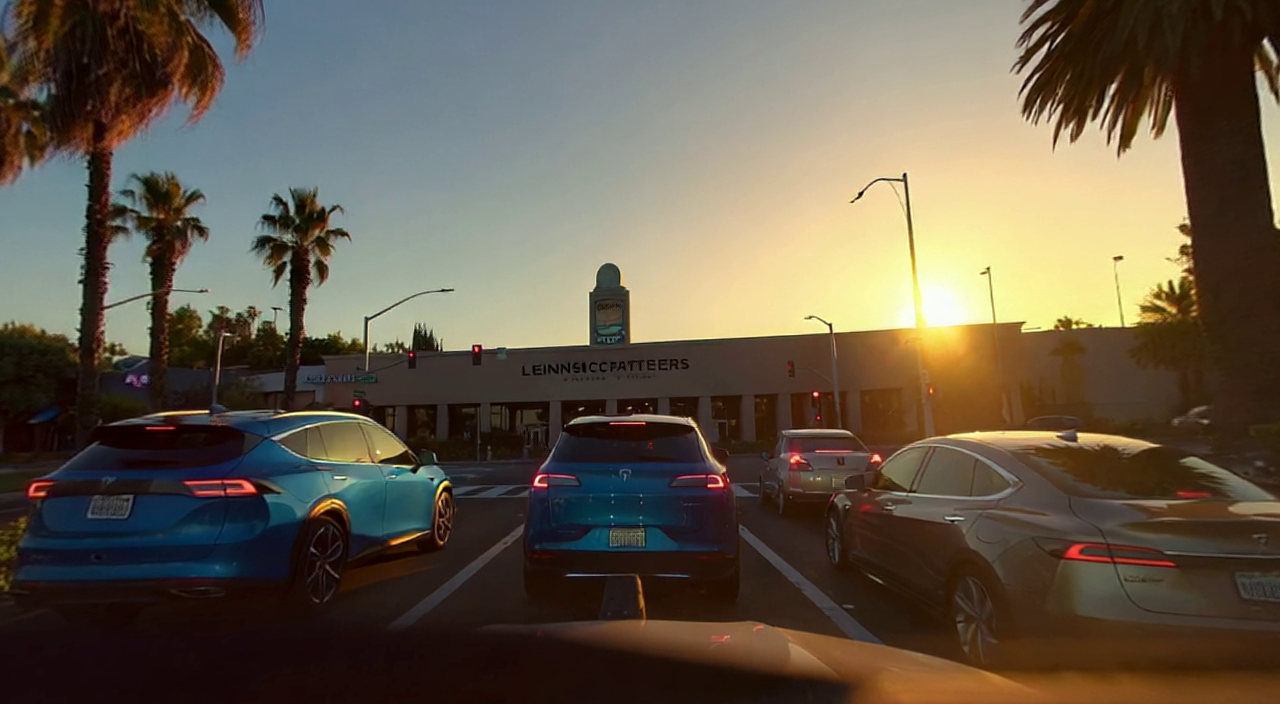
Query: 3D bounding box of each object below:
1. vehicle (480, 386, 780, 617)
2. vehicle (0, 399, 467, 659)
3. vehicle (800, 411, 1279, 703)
[{"bbox_3d":[-0.133,1.462,7.073,2.280,1.747,4.361,0,-8,-2],"label":"vehicle"},{"bbox_3d":[-3.344,1.384,6.056,2.014,1.534,4.455,0,-8,1],"label":"vehicle"},{"bbox_3d":[2.975,1.368,5.253,2.017,1.491,4.611,0,-8,-1],"label":"vehicle"}]
